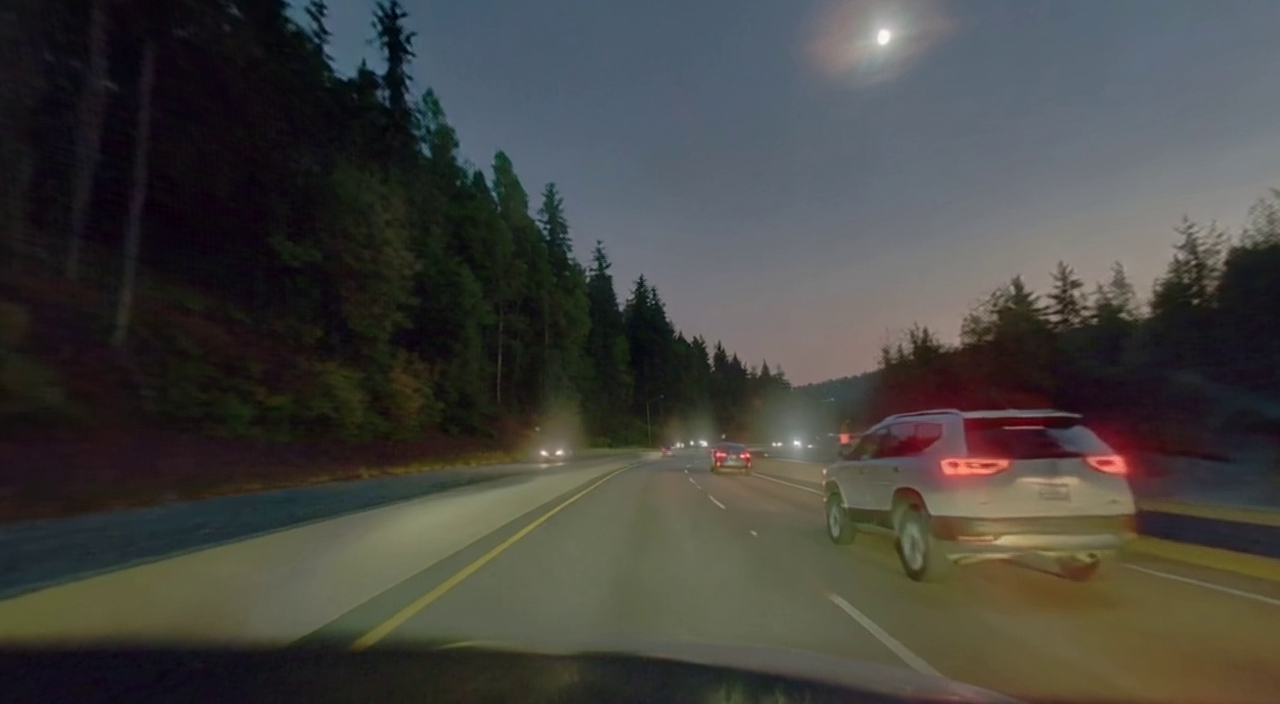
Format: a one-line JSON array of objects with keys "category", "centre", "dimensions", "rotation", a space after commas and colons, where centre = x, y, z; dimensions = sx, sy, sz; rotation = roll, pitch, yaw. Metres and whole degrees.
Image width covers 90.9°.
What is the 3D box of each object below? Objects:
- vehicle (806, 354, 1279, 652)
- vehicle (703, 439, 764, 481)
[{"category": "vehicle", "centre": [3.541, 1.309, 6.516], "dimensions": [2.270, 1.897, 4.822], "rotation": [0, -8, 0]}, {"category": "vehicle", "centre": [4.049, 4.774, 28.189], "dimensions": [2.112, 1.708, 4.380], "rotation": [0, -8, 1]}]
